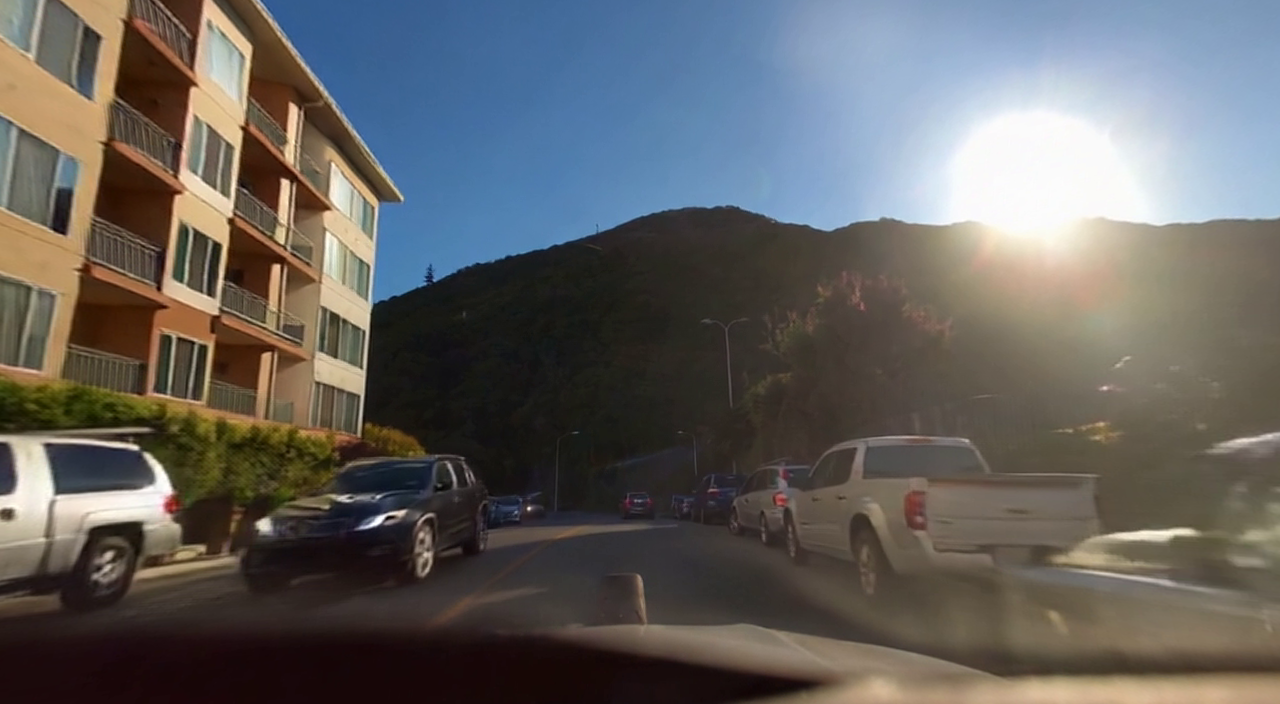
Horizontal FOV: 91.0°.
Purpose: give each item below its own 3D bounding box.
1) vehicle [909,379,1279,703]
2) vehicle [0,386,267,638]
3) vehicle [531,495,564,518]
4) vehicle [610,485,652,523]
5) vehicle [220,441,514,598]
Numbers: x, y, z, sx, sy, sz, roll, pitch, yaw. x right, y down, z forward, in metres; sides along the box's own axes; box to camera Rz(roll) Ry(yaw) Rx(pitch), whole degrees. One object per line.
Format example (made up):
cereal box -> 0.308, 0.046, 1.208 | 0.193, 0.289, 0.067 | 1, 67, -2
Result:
vehicle -> 2.620, 0.776, 1.382 | 1.933, 1.465, 4.698 | 0, -8, -1
vehicle -> -6.384, 1.358, 5.475 | 2.692, 1.949, 5.948 | 0, -11, -1
vehicle -> -7.033, 11.829, 48.291 | 1.859, 1.428, 4.465 | 0, -10, -1
vehicle -> -0.536, 8.368, 34.953 | 2.201, 1.731, 3.854 | 0, -8, -2
vehicle -> -3.336, 2.208, 9.000 | 2.102, 1.621, 4.627 | 0, -11, 0
